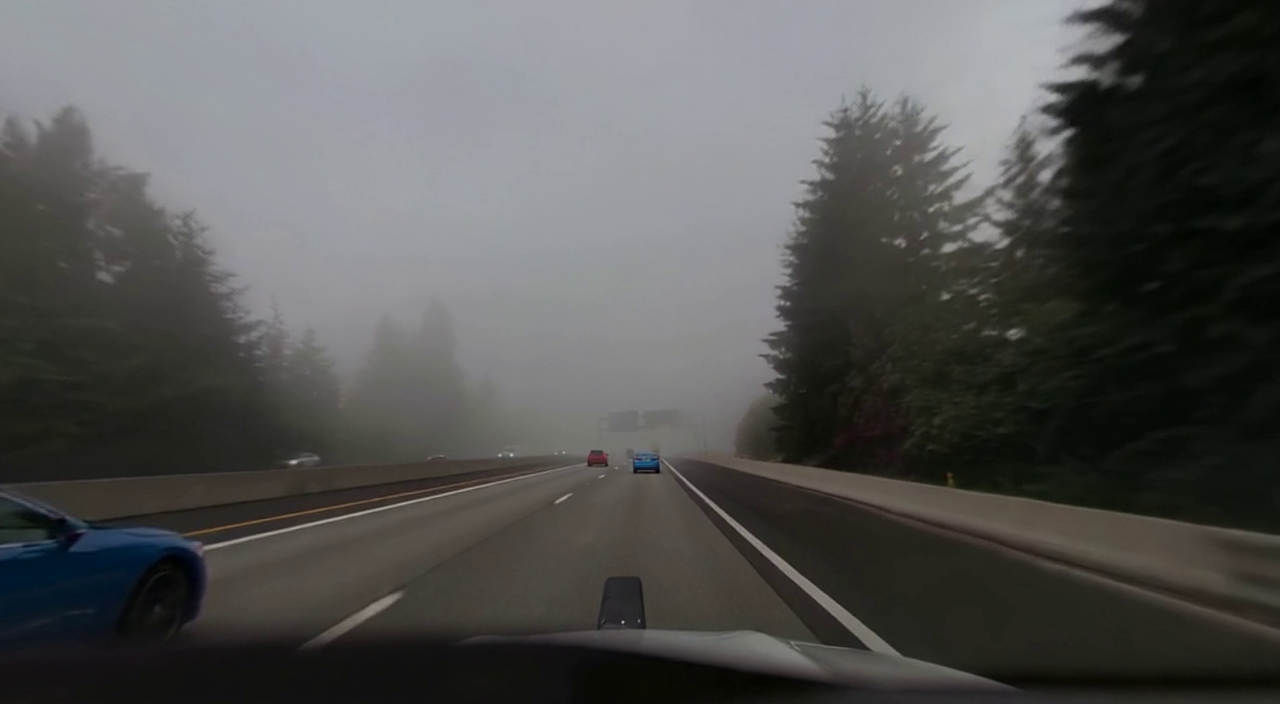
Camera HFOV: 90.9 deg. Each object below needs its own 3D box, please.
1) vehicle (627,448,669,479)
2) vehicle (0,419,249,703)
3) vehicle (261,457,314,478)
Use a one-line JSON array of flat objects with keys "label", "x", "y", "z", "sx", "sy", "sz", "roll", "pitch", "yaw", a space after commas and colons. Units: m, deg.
[{"label": "vehicle", "x": 0.413, "y": 5.590, "z": 31.834, "sx": 2.002, "sy": 1.449, "sz": 3.612, "roll": 0, "pitch": -9, "yaw": 0}, {"label": "vehicle", "x": -3.900, "y": 0.983, "z": 2.421, "sx": 2.062, "sy": 1.474, "sz": 4.151, "roll": 0, "pitch": -9, "yaw": 1}, {"label": "vehicle", "x": -26.055, "y": 8.518, "z": 46.725, "sx": 1.807, "sy": 1.484, "sz": 3.871, "roll": 0, "pitch": -9, "yaw": -2}]
